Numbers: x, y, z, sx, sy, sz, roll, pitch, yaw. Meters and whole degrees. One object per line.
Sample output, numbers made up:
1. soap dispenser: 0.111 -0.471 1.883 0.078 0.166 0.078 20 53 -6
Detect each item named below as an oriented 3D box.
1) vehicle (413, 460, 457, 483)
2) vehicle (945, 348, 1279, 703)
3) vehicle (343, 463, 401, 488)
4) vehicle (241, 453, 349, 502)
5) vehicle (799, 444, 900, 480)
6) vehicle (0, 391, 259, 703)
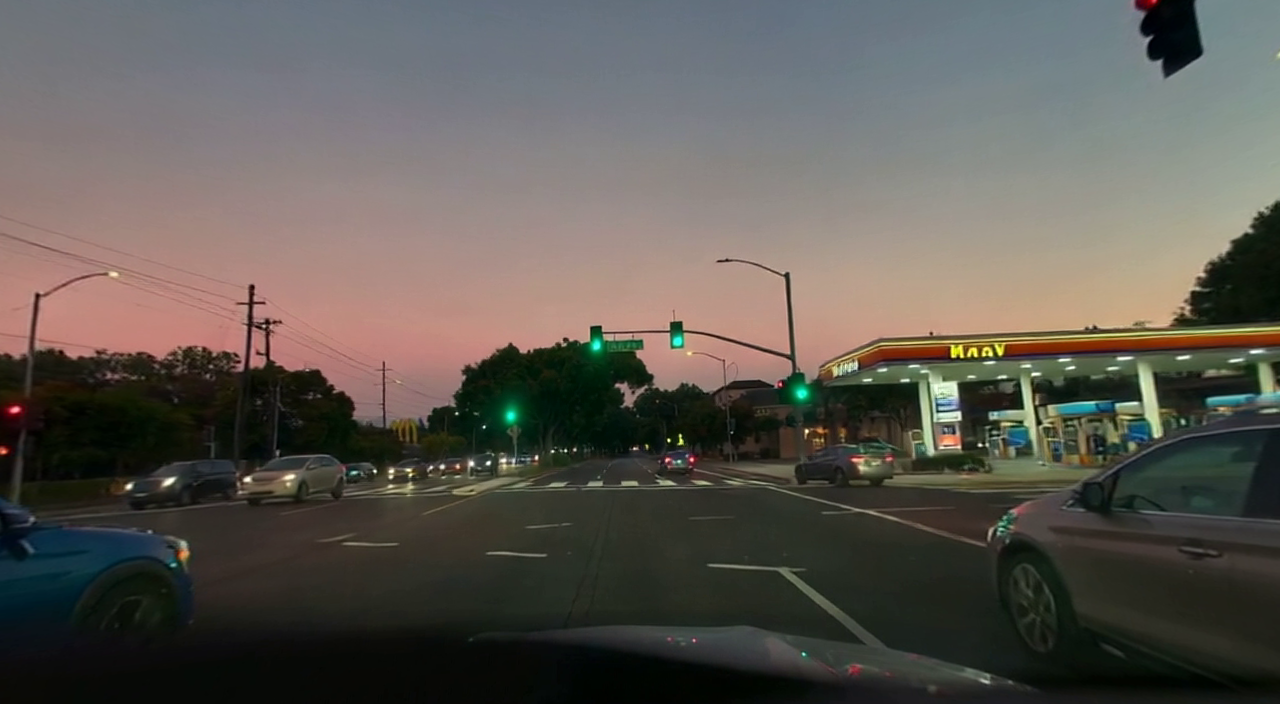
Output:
1. vehicle: -15.265 8.884 47.250 1.751 1.484 4.561 0 -9 -1
2. vehicle: 3.333 0.829 2.334 2.085 1.655 4.459 0 -9 -1
3. vehicle: -18.605 8.590 44.097 2.083 1.466 4.565 0 -9 -1
4. vehicle: -14.992 5.432 27.841 2.087 1.902 4.848 0 -9 -1
5. vehicle: 10.760 5.643 32.701 2.066 1.699 4.419 7 -11 -41
6. vehicle: -3.691 0.955 2.472 1.935 1.617 4.045 0 -9 -2
